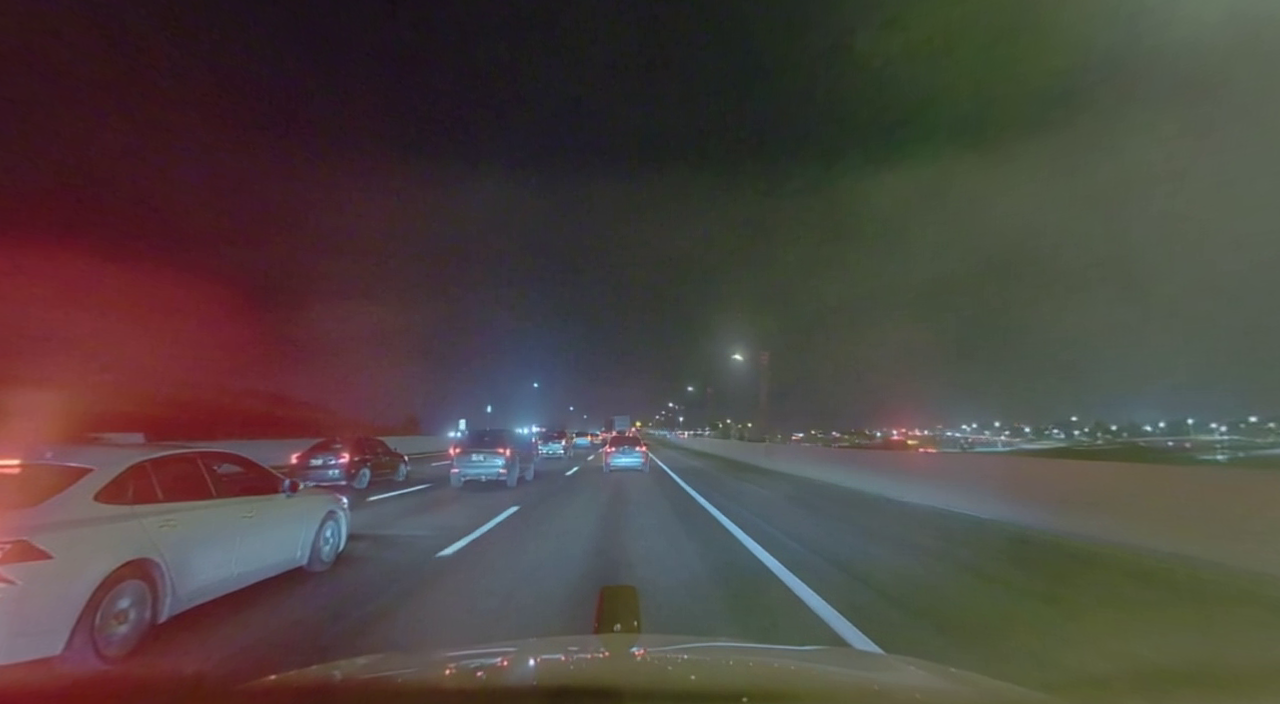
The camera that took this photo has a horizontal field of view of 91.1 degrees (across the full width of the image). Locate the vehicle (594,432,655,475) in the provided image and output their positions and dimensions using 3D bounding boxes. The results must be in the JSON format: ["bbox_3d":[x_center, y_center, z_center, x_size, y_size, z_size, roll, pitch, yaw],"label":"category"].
[{"bbox_3d":[-0.553,3.736,23.490,2.070,1.452,3.834,0,-8,-1],"label":"vehicle"}]

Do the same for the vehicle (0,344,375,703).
[{"bbox_3d":[-3.846,1.050,4.384,2.107,1.703,4.274,0,-8,0],"label":"vehicle"}]

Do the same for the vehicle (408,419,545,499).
[{"bbox_3d":[-3.836,2.590,15.747,2.154,1.690,4.595,0,-8,0],"label":"vehicle"}]
